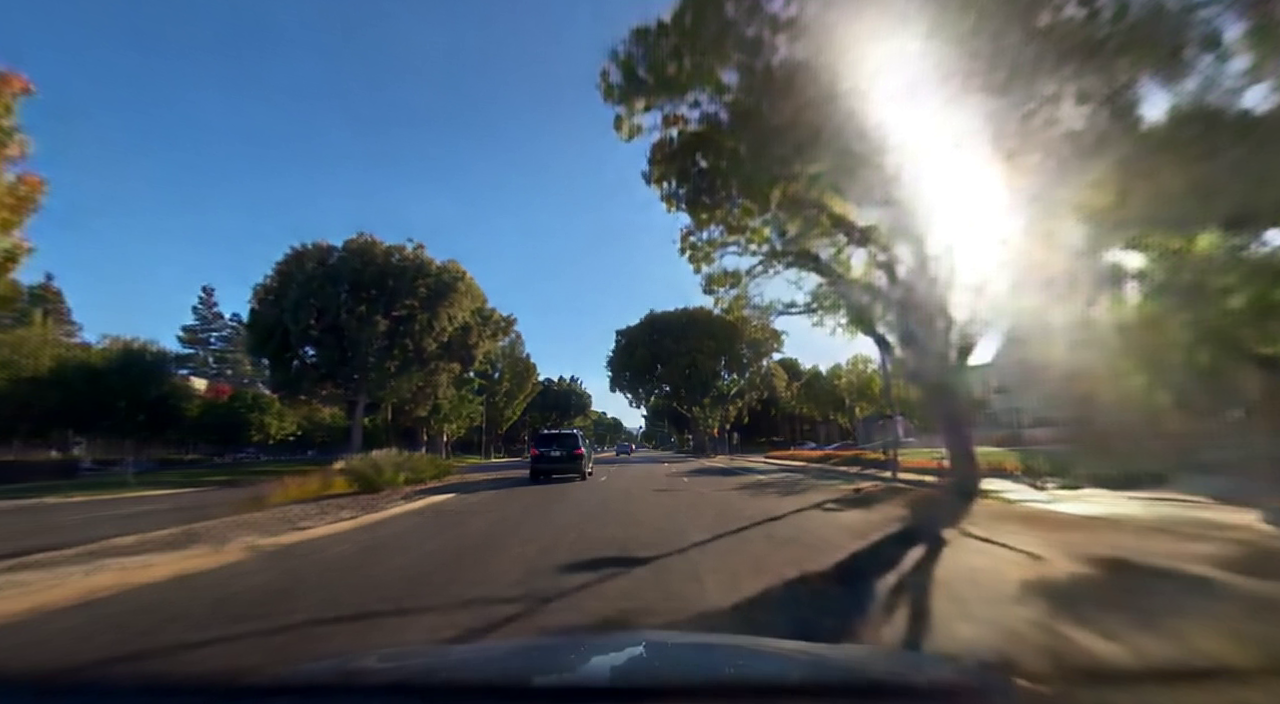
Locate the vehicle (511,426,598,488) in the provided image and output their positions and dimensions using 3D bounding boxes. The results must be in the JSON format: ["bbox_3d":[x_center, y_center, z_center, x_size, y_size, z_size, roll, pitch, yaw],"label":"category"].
[{"bbox_3d":[-2.744,3.529,21.485,2.179,1.851,4.756,0,-8,2],"label":"vehicle"}]
